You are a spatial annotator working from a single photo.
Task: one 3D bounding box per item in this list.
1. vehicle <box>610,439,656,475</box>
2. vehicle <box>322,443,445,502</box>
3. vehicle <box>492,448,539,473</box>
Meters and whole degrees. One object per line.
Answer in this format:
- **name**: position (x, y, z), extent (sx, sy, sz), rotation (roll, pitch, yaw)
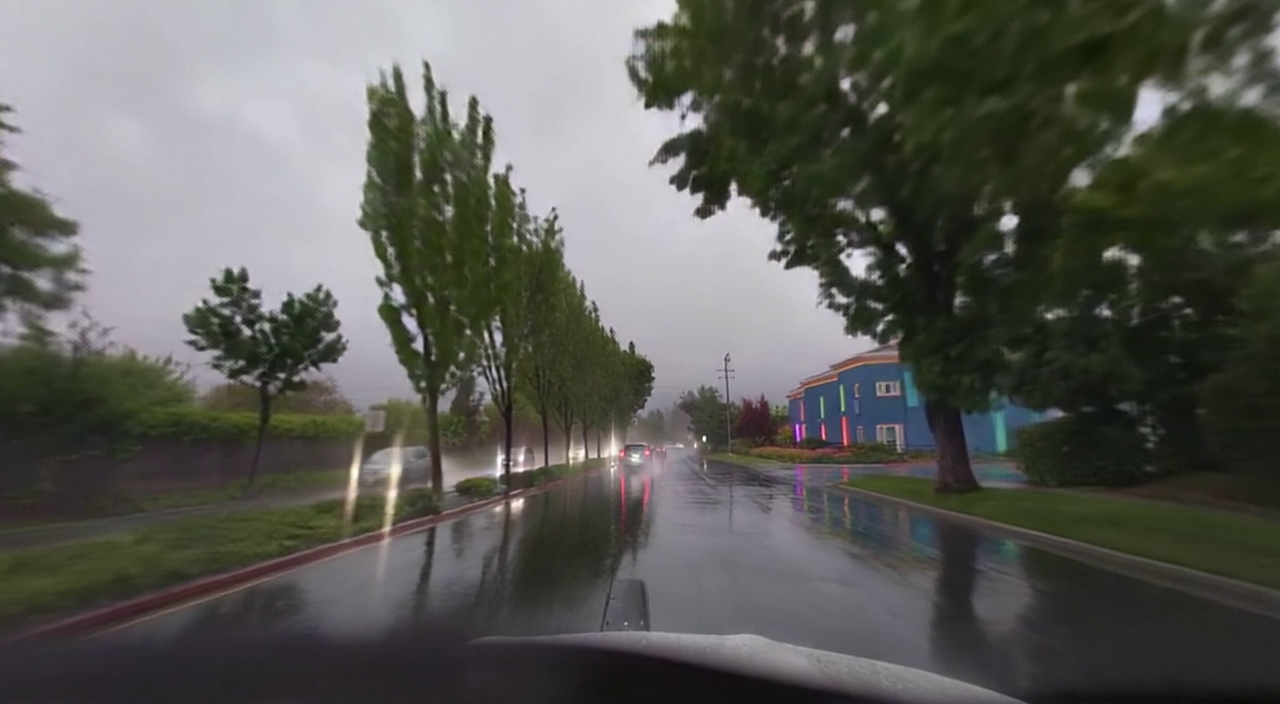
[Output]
- **vehicle**: position (-0.253, 5.291, 32.058), extent (2.129, 1.713, 4.314), rotation (0, -8, 2)
- **vehicle**: position (-8.545, 4.023, 21.550), extent (2.093, 1.772, 4.478), rotation (0, -8, 3)
- **vehicle**: position (-8.105, 7.075, 41.437), extent (1.935, 1.522, 4.348), rotation (0, -8, 4)
